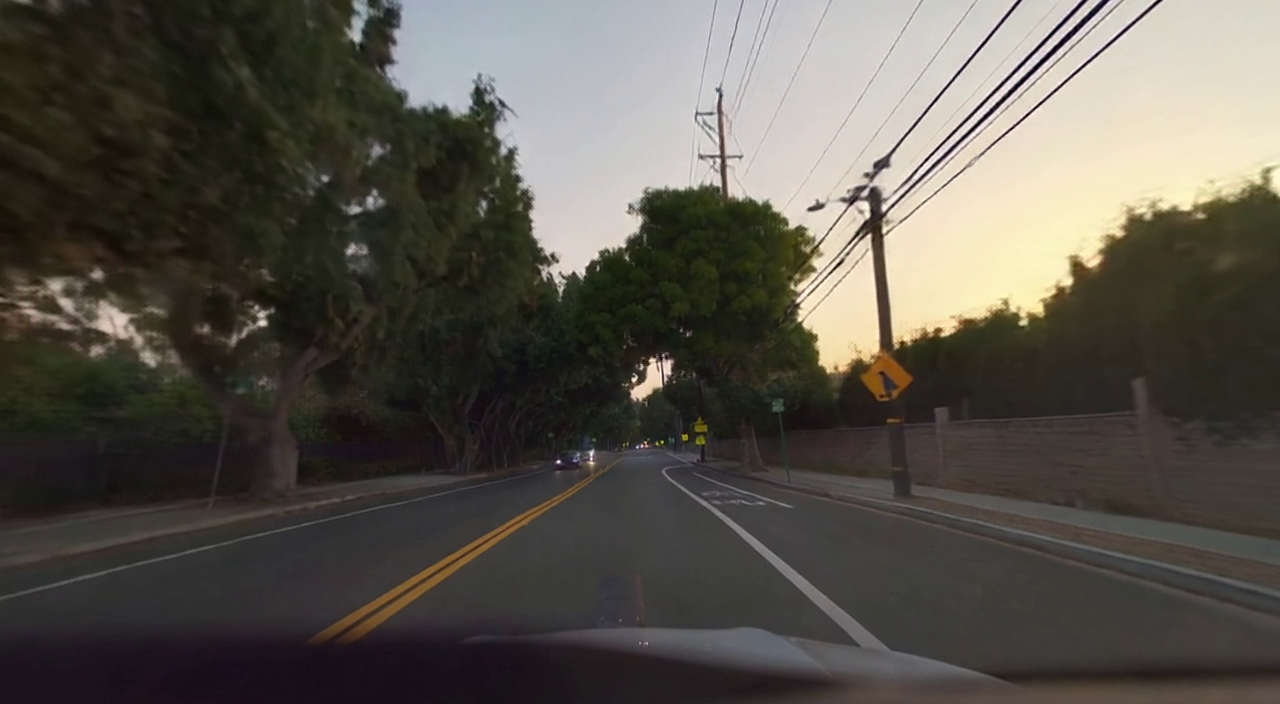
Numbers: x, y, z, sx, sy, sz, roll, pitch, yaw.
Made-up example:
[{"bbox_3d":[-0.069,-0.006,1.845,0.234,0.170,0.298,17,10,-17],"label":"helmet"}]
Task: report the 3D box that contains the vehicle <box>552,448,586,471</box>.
[{"bbox_3d":[-4.942,7.521,44.448,1.966,1.468,4.207,0,-8,0],"label":"vehicle"}]
